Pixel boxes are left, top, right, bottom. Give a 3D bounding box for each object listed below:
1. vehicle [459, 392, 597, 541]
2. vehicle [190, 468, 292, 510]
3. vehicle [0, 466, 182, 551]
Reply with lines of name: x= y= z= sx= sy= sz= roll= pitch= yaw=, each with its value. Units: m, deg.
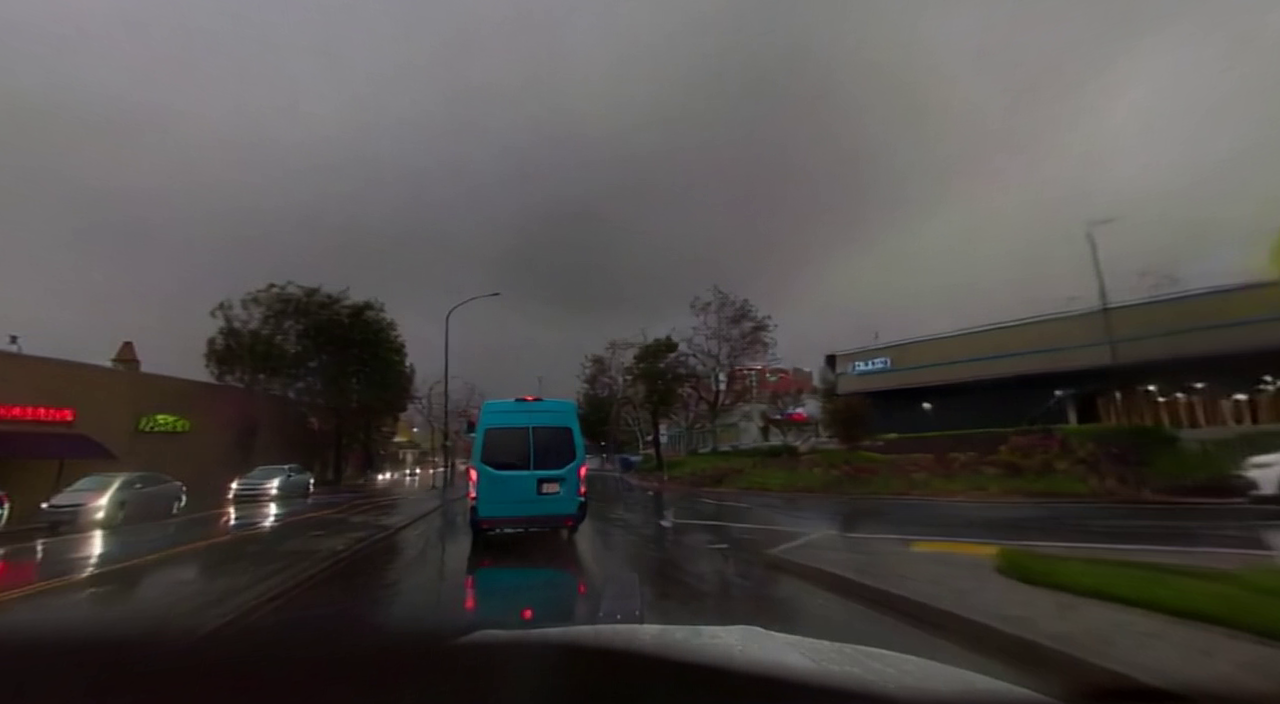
vehicle: x=-2.549 y=2.471 z=14.171 sx=2.432 sy=2.624 sz=5.670 roll=1 pitch=-9 yaw=-11
vehicle: x=-18.936 y=6.483 z=30.016 sx=1.938 sy=1.688 sz=4.523 roll=0 pitch=-9 yaw=-1
vehicle: x=-14.677 y=4.120 z=17.080 sx=2.114 sy=1.668 sz=3.747 roll=-5 pitch=-8 yaw=-10
